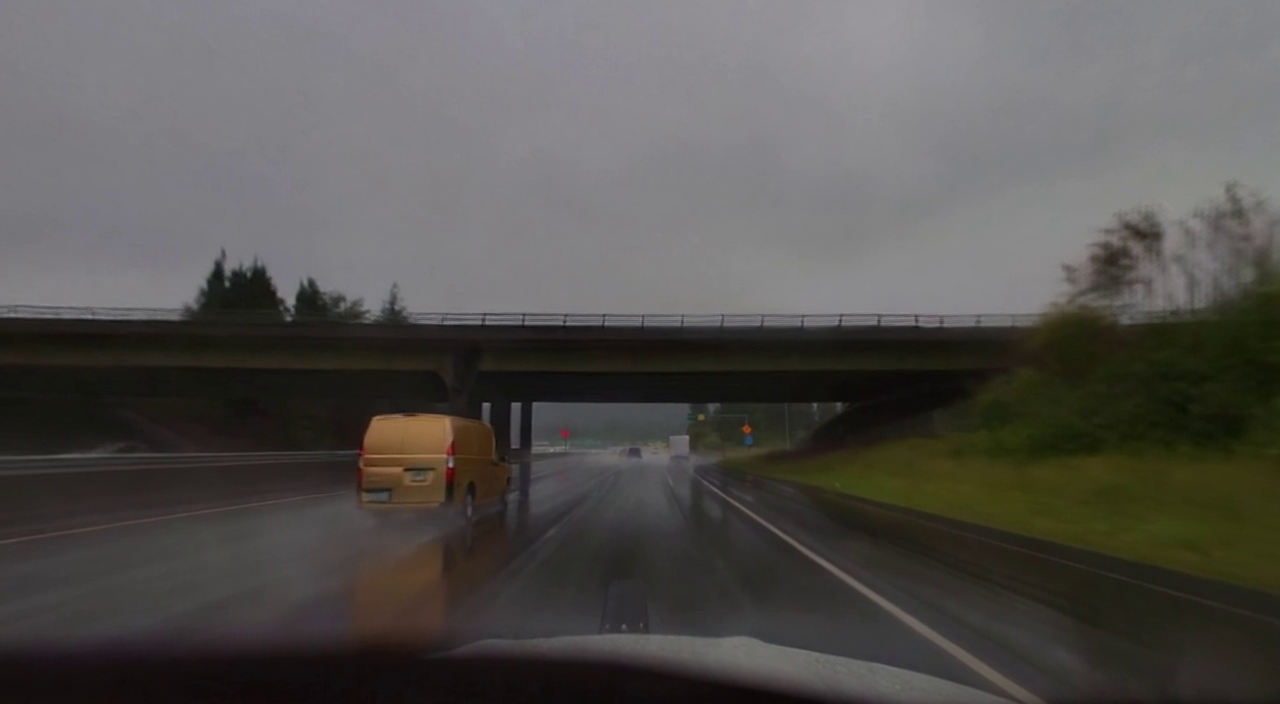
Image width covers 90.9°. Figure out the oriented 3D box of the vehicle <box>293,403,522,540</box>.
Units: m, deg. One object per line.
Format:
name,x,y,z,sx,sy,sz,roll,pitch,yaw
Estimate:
vehicle,-3.795,2.104,11.564,2.167,1.929,5.037,0,-9,1
